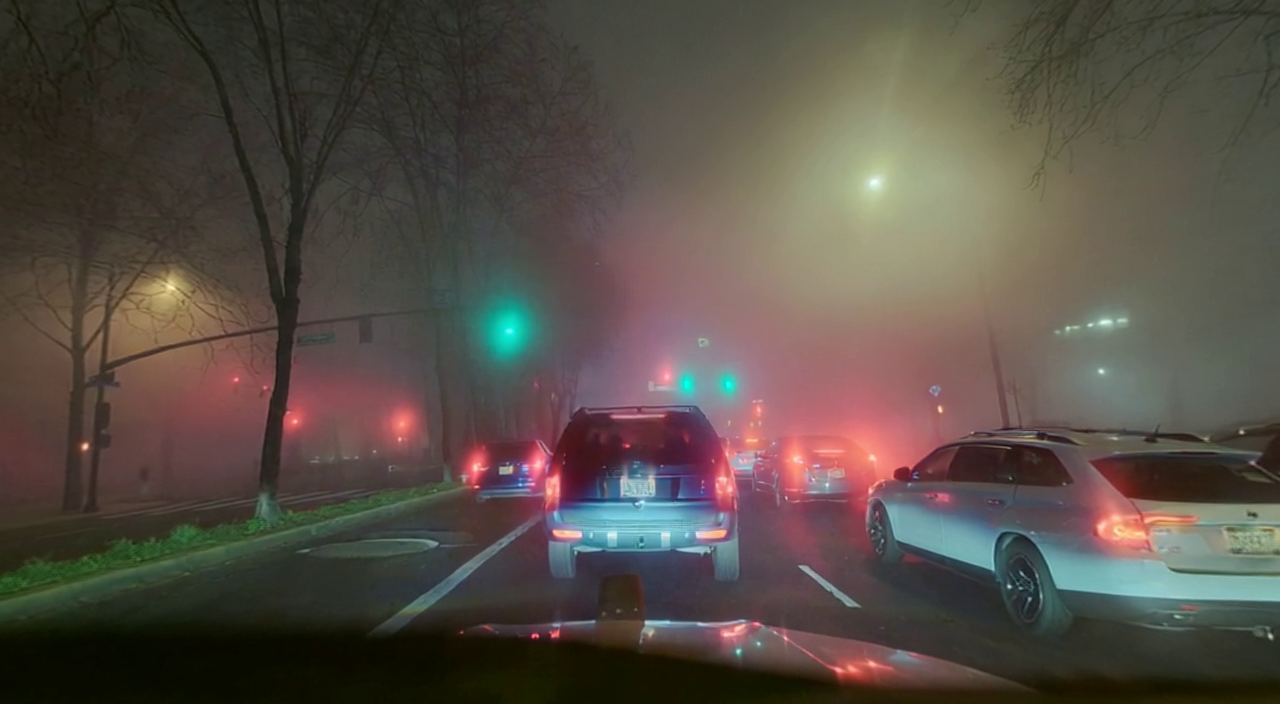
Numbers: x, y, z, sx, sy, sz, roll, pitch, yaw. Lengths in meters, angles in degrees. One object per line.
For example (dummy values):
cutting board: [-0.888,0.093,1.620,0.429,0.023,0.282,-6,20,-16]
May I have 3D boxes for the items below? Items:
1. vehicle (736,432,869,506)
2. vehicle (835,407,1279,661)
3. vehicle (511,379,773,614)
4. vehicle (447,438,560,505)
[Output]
vehicle: [3.639,2.704,15.049,1.940,1.474,4.234,0,-8,-1]
vehicle: [3.638,1.407,6.066,1.995,1.483,4.533,0,-8,-1]
vehicle: [-0.035,1.454,7.269,2.038,1.819,4.505,0,-8,-1]
vehicle: [-3.310,2.982,16.207,1.913,1.464,4.276,0,-8,0]
